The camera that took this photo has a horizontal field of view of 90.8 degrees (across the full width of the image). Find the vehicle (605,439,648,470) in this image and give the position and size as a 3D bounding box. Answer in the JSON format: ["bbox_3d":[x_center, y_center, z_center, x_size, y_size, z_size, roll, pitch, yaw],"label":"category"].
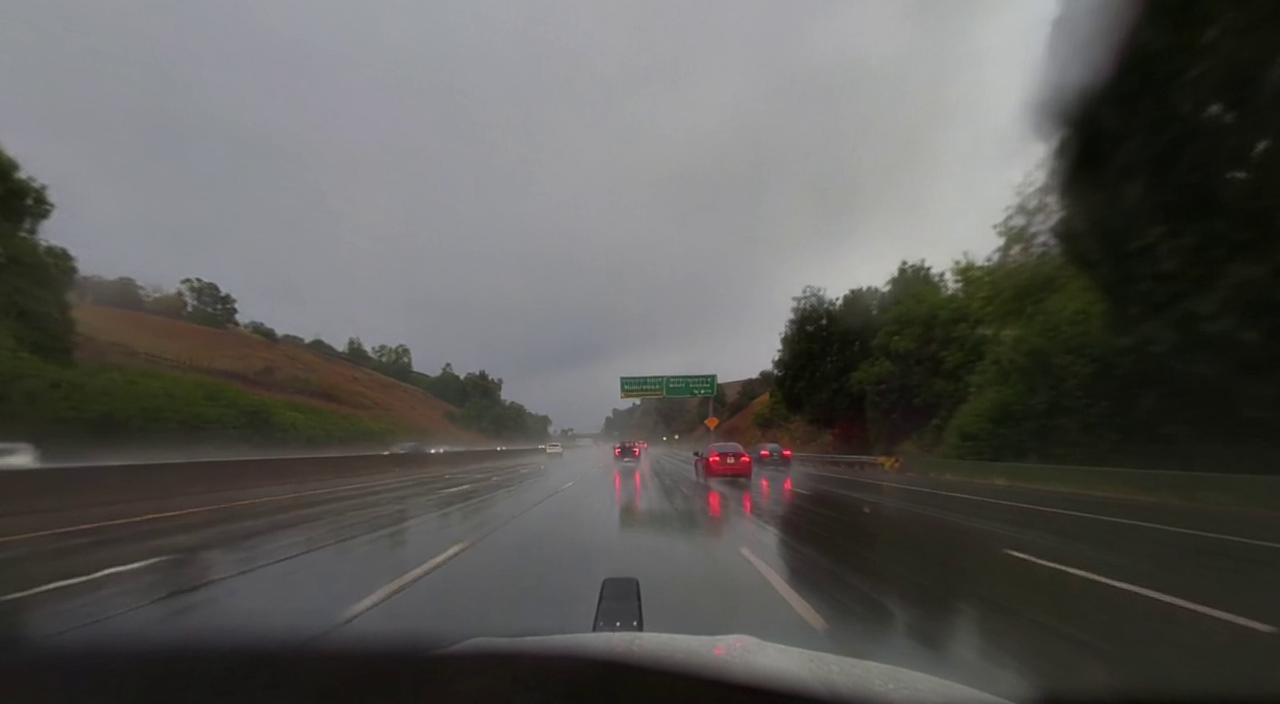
[{"bbox_3d":[-0.756,5.809,35.968,2.277,1.675,4.023,0,-8,-1],"label":"vehicle"}]

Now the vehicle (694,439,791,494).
[{"bbox_3d":[3.032,3.511,19.803,2.120,1.492,4.734,0,-8,-2],"label":"vehicle"}]
